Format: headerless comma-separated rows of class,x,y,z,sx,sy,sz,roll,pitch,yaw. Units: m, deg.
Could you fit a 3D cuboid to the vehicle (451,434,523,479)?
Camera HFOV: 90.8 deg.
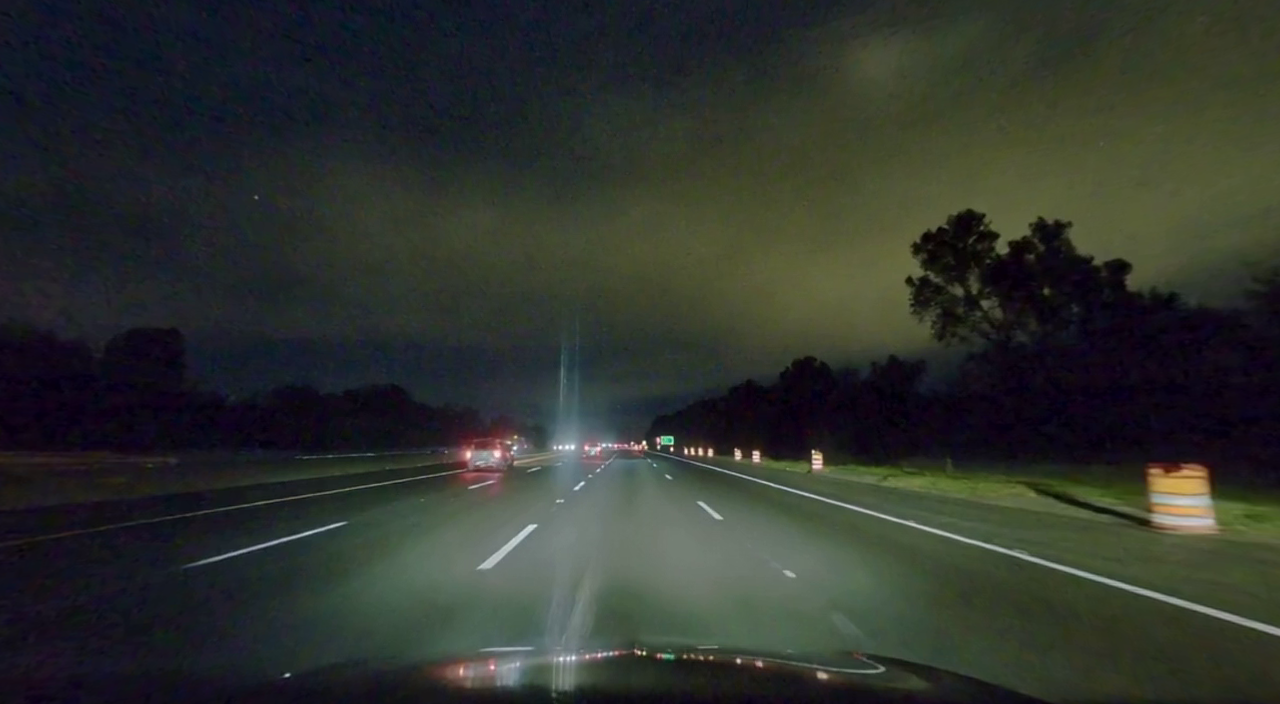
vehicle,-6.505,4.498,27.472,2.036,1.758,4.529,0,-9,-1

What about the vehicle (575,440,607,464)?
vehicle,-3.661,7.571,47.900,2.099,1.717,4.461,0,-9,-1
